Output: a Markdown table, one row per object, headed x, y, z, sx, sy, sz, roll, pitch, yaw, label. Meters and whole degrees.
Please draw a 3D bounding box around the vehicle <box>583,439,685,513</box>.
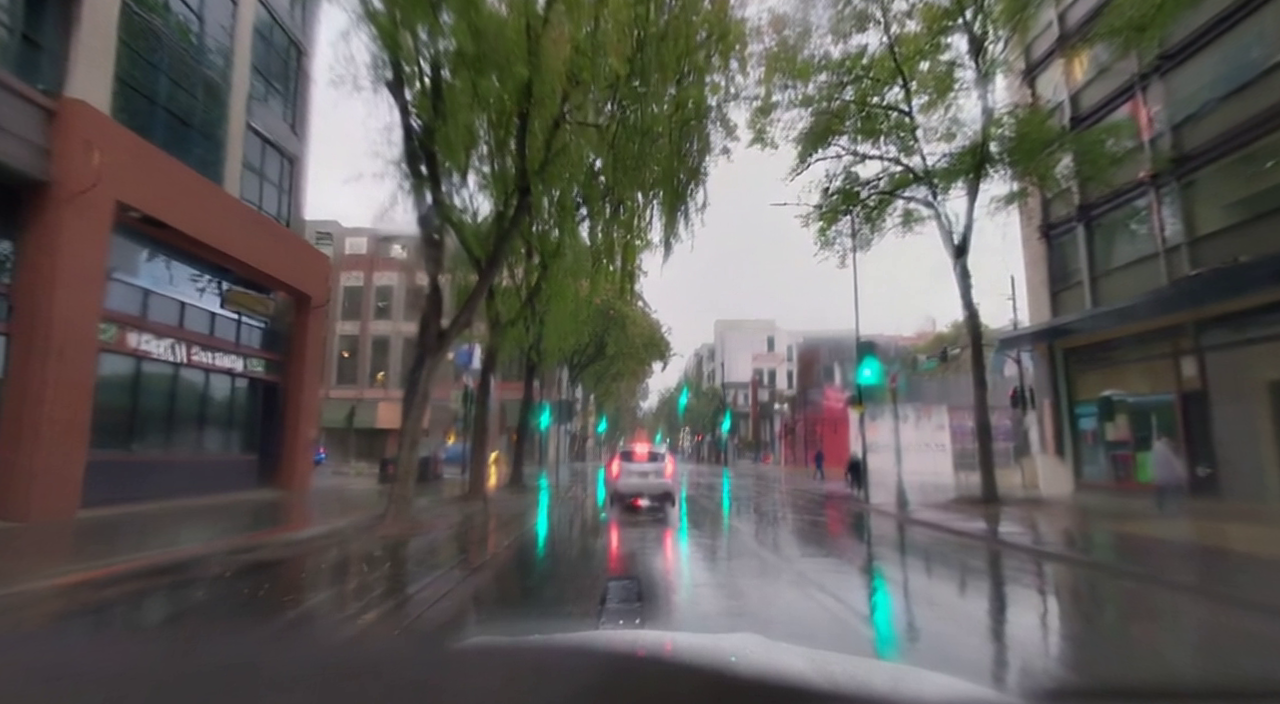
| x | y | z | sx | sy | sz | roll | pitch | yaw | label |
| --- | --- | --- | --- | --- | --- | --- | --- | --- | --- |
| -0.139 | 2.902 | 15.324 | 2.106 | 1.482 | 4.459 | 0 | -9 | 0 | vehicle |
